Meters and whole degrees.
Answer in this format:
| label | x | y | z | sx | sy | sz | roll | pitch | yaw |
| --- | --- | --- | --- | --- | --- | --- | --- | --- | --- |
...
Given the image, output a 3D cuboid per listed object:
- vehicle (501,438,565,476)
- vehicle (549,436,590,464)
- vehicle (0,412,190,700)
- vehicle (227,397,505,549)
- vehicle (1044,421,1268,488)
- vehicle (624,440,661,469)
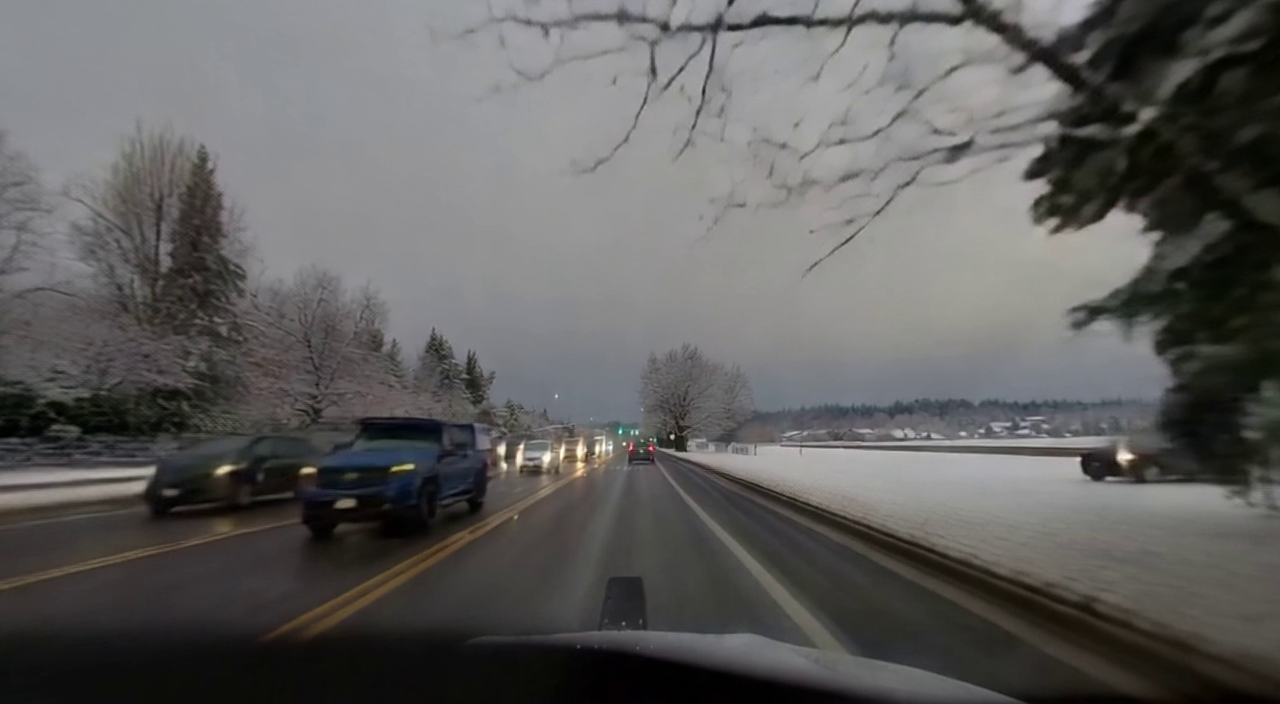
| label | x | y | z | sx | sy | sz | roll | pitch | yaw |
| --- | --- | --- | --- | --- | --- | --- | --- | --- | --- |
| vehicle | -4.497 | 4.455 | 27.086 | 2.068 | 1.480 | 4.039 | 0 | -8 | 0 |
| vehicle | -4.466 | 6.301 | 40.743 | 2.042 | 1.713 | 4.493 | 0 | -8 | 1 |
| vehicle | -4.294 | 0.913 | 2.265 | 1.958 | 1.472 | 4.555 | 0 | -8 | 1 |
| vehicle | -3.946 | 1.868 | 10.440 | 2.242 | 1.852 | 5.201 | 0 | -8 | 0 |
| vehicle | 14.443 | 2.897 | 17.900 | 4.513 | 1.755 | 1.874 | -1 | -8 | 3 |
| vehicle | 0.137 | 5.462 | 33.831 | 1.875 | 1.453 | 3.888 | 0 | -8 | 0 |
